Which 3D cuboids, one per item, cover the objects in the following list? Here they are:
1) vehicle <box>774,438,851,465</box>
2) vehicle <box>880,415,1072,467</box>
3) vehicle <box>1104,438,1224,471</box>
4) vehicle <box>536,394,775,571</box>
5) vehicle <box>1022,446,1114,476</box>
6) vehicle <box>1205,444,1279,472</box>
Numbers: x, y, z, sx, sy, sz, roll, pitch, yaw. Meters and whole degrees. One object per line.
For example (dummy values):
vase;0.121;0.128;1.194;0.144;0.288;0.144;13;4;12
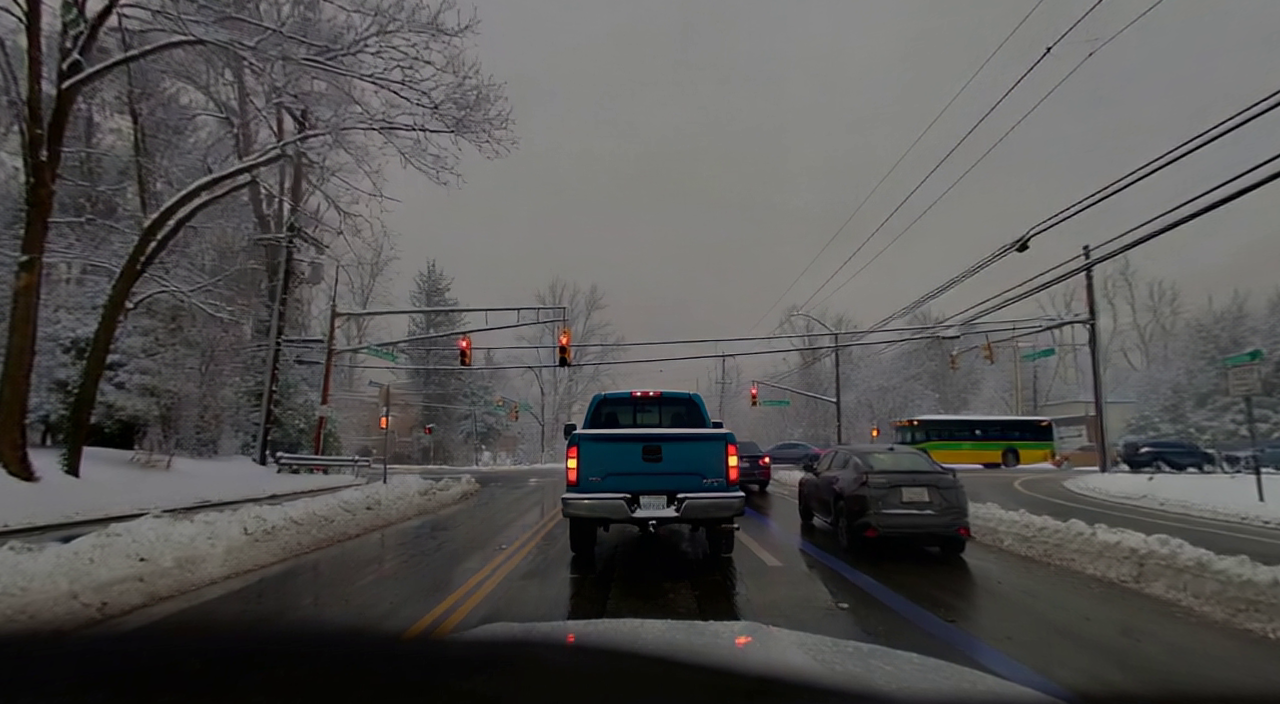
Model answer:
vehicle;12.576;7.290;46.308;5.235;1.878;2.107;-2;-9;11
vehicle;21.860;5.881;41.641;10.726;3.128;3.003;-1;-8;3
vehicle;25.636;5.004;30.957;4.520;1.496;2.060;1;-9;-13
vehicle;0.122;1.880;9.994;2.707;1.964;5.485;0;-8;-1
vehicle;30.277;7.686;44.790;5.077;2.008;1.991;0;-8;-4
vehicle;40.531;6.903;41.243;5.426;1.728;1.999;0;-8;-3
